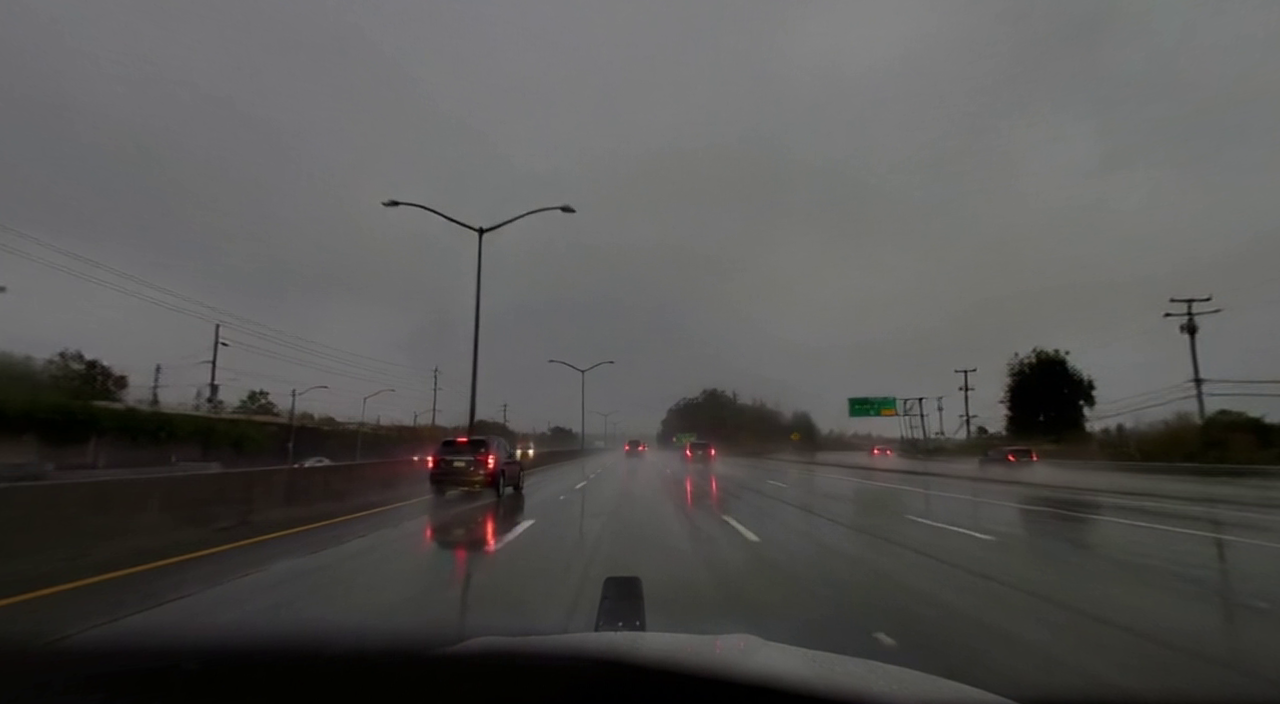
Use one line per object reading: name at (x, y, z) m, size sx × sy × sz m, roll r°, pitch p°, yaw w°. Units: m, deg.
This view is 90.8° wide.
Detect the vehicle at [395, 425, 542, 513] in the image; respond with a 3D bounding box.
vehicle at (-3.691, 2.620, 14.603) m, size 2.099 × 1.682 × 4.590 m, roll 0°, pitch -9°, yaw 0°

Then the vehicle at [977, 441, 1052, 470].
vehicle at (24.331, 6.716, 41.294) m, size 2.070 × 1.782 × 5.006 m, roll -1°, pitch -9°, yaw 4°

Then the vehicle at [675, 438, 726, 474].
vehicle at (2.890, 5.083, 31.128) m, size 1.997 × 1.638 × 4.281 m, roll 0°, pitch -8°, yaw -1°
